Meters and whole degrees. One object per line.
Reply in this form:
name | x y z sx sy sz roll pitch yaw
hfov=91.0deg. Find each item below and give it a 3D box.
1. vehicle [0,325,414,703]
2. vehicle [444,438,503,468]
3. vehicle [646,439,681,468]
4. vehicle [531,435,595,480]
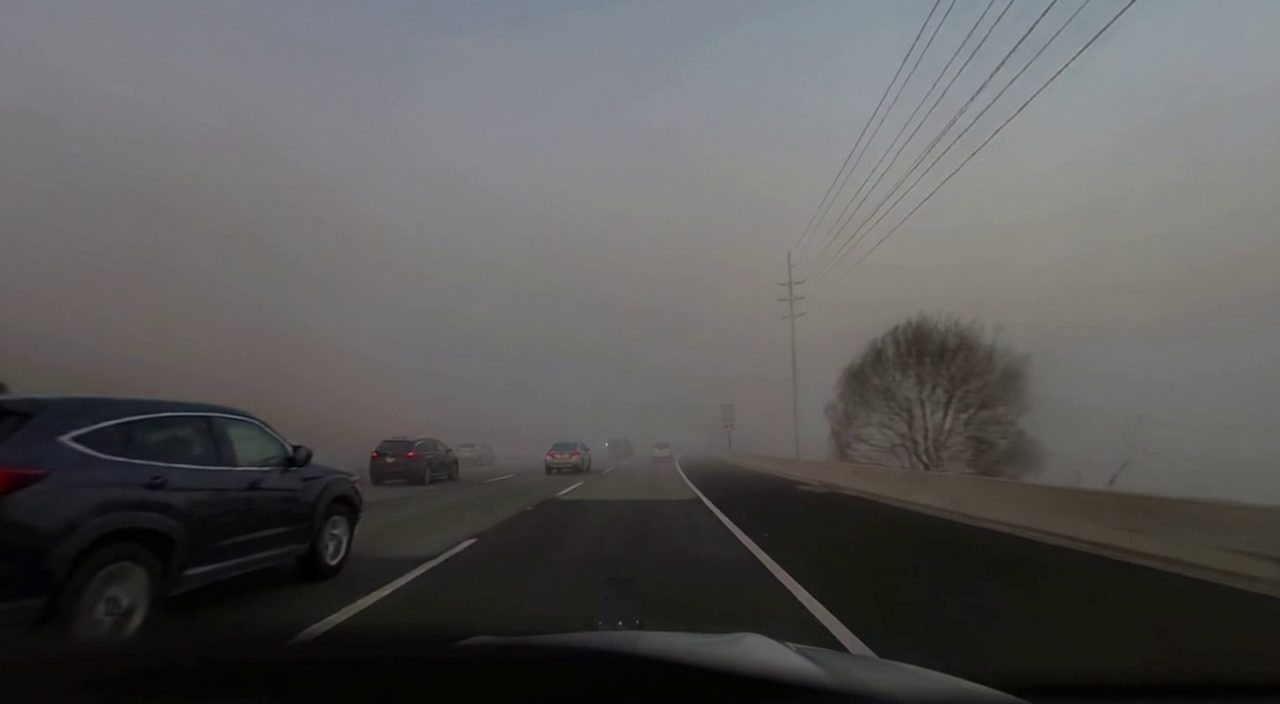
vehicle | -3.579 1.079 4.237 2.202 1.801 4.959 0 -9 1
vehicle | -10.095 6.195 38.710 2.097 1.722 4.981 0 -9 2
vehicle | 1.479 6.137 38.214 2.038 1.677 4.219 -1 -9 4
vehicle | -3.056 4.301 25.916 1.976 1.688 4.124 0 -9 2
